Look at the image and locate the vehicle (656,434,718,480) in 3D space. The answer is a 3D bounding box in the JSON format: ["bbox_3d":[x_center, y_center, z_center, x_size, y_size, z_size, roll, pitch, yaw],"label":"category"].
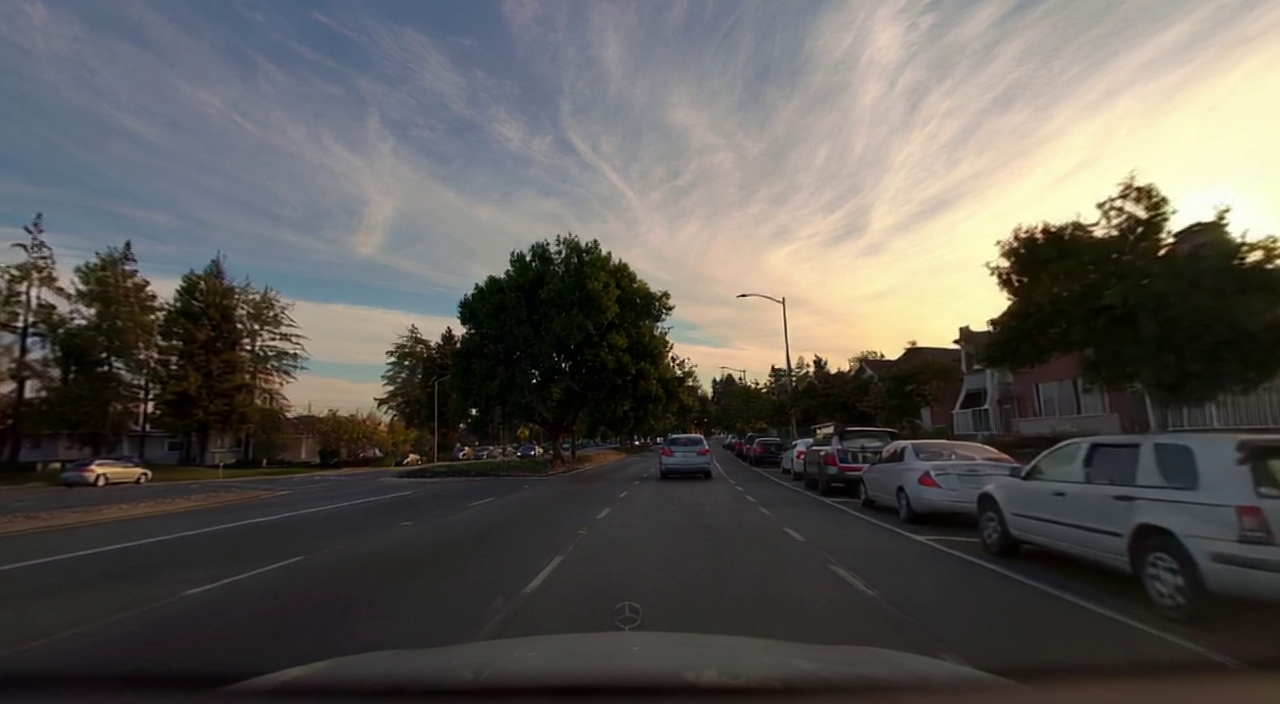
[{"bbox_3d":[1.672,3.754,22.783,2.011,1.480,4.170,-1,-8,4],"label":"vehicle"}]

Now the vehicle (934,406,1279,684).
[{"bbox_3d":[4.498,1.342,5.427,1.839,1.498,4.751,-1,-8,3],"label":"vehicle"}]

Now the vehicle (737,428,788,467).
[{"bbox_3d":[6.160,4.872,32.156,2.018,1.813,4.701,-1,-8,5],"label":"vehicle"}]

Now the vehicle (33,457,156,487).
[{"bbox_3d":[-29.079,6.396,33.709,4.591,1.468,1.805,1,-8,-8],"label":"vehicle"}]
